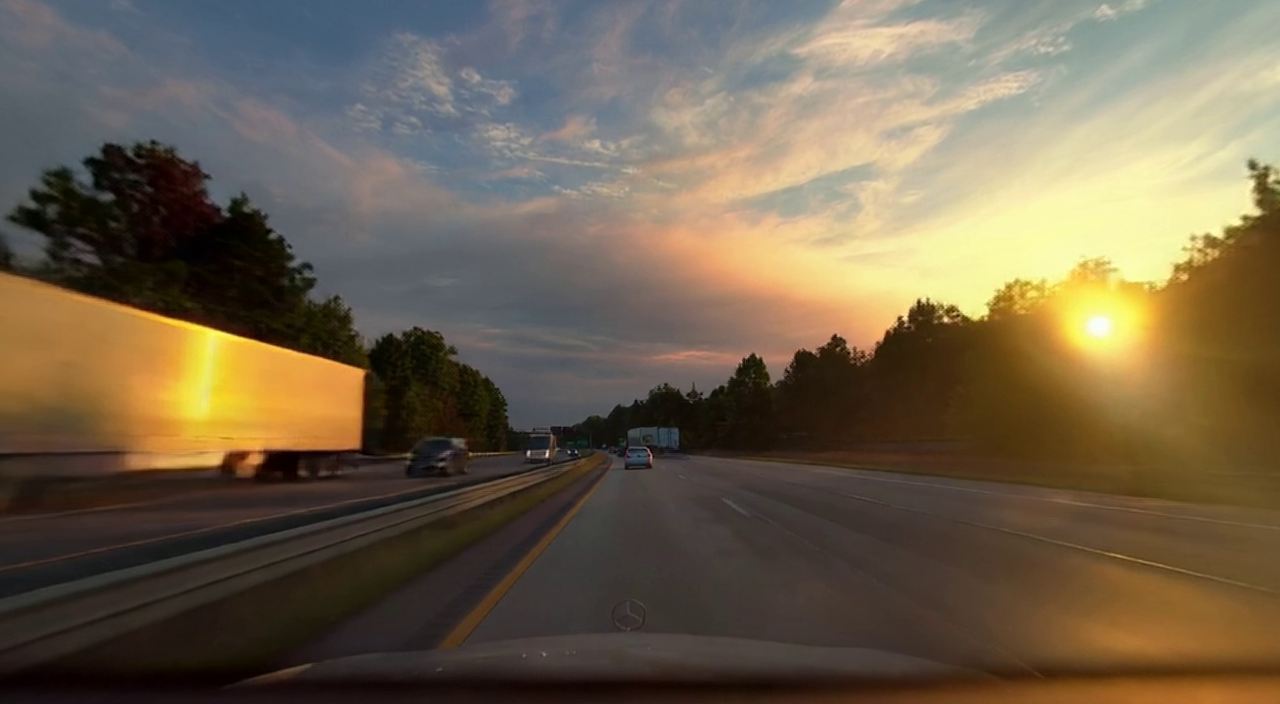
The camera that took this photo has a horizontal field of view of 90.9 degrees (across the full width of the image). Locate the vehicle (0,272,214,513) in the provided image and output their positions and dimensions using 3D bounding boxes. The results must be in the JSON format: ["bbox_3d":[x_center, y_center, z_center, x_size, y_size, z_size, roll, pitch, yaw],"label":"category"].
[{"bbox_3d":[-12.274,0.657,10.492,3.015,4.010,10.258,0,-9,1],"label":"vehicle"}]

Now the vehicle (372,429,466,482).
[{"bbox_3d":[-8.227,3.903,23.916,1.974,1.804,4.573,0,-9,-1],"label":"vehicle"}]

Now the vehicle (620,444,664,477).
[{"bbox_3d":[0.037,5.402,31.561,2.069,1.523,4.012,0,-9,-1],"label":"vehicle"}]

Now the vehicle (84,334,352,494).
[{"bbox_3d":[-12.391,2.129,19.853,2.861,4.010,7.950,0,-9,-1],"label":"vehicle"}]
